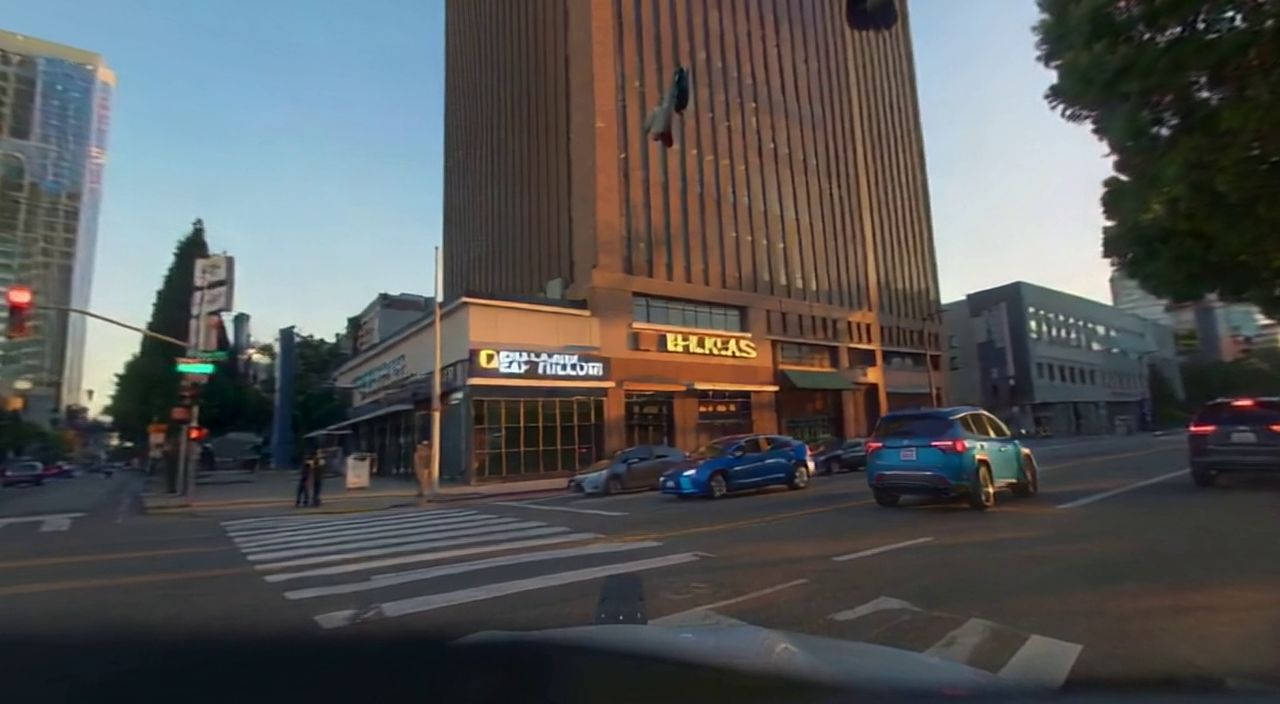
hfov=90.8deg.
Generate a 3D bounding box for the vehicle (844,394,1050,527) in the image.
[{"bbox_3d":[5.203,1.754,10.433,2.023,1.702,4.152,-7,-12,39],"label":"vehicle"}]

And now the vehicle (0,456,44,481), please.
[{"bbox_3d":[-41.369,7.677,41.916,2.097,1.508,4.202,7,-11,-37],"label":"vehicle"}]

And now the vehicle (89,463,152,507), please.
[{"bbox_3d":[-22.537,5.723,27.455,1.920,1.605,4.091,3,-10,-39],"label":"vehicle"}]

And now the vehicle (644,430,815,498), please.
[{"bbox_3d":[2.413,2.880,16.456,4.504,1.507,1.857,8,-12,-40],"label":"vehicle"}]

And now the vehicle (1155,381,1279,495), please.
[{"bbox_3d":[12.639,1.742,12.839,4.796,1.953,2.352,6,-11,-40],"label":"vehicle"}]

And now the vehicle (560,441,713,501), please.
[{"bbox_3d":[-0.034,3.376,18.165,4.021,1.508,1.989,8,-12,-39],"label":"vehicle"}]
